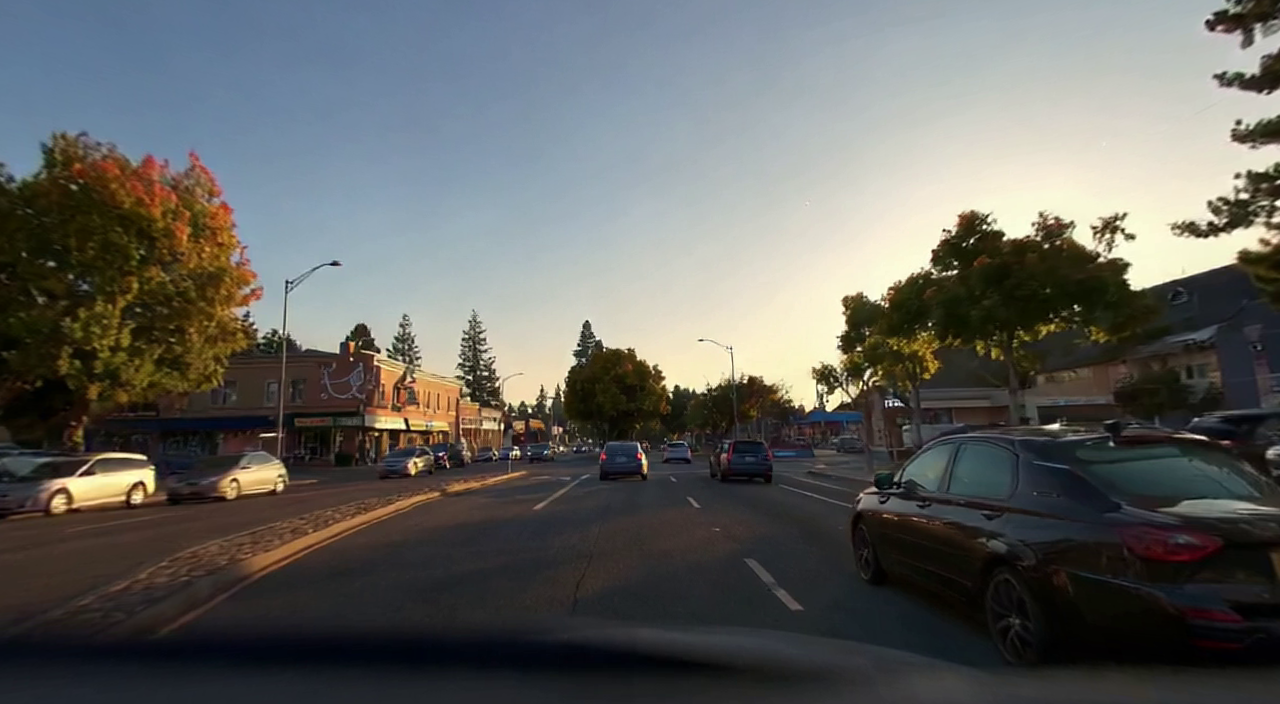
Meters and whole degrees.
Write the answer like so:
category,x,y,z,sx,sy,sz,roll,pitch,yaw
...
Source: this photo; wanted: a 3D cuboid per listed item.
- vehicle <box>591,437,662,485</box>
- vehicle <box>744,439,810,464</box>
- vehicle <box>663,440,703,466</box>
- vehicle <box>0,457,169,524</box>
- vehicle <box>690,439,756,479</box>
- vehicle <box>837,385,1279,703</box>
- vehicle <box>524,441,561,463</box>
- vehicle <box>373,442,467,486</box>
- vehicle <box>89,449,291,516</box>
category,x,y,z,sx,sy,sz,roll,pitch,yaw
vehicle,-0.475,3.798,22.402,2.232,1.508,4.319,0,-8,-1
vehicle,9.793,7.109,45.229,4.464,1.755,2.236,-2,-9,14
vehicle,2.663,6.302,39.744,2.098,1.527,3.966,0,-8,-2
vehicle,-15.222,3.589,16.923,1.846,1.463,4.461,0,-8,-1
vehicle,3.311,4.354,25.996,2.060,1.471,4.168,0,-8,-1
vehicle,3.169,1.191,4.485,2.097,1.502,4.470,0,-8,0
vehicle,-7.407,7.653,48.435,2.085,1.610,4.085,0,-8,1
vehicle,-8.372,4.287,24.595,2.050,1.503,4.350,0,-8,1
vehicle,-11.576,3.337,16.798,2.028,1.469,4.533,0,-8,0
